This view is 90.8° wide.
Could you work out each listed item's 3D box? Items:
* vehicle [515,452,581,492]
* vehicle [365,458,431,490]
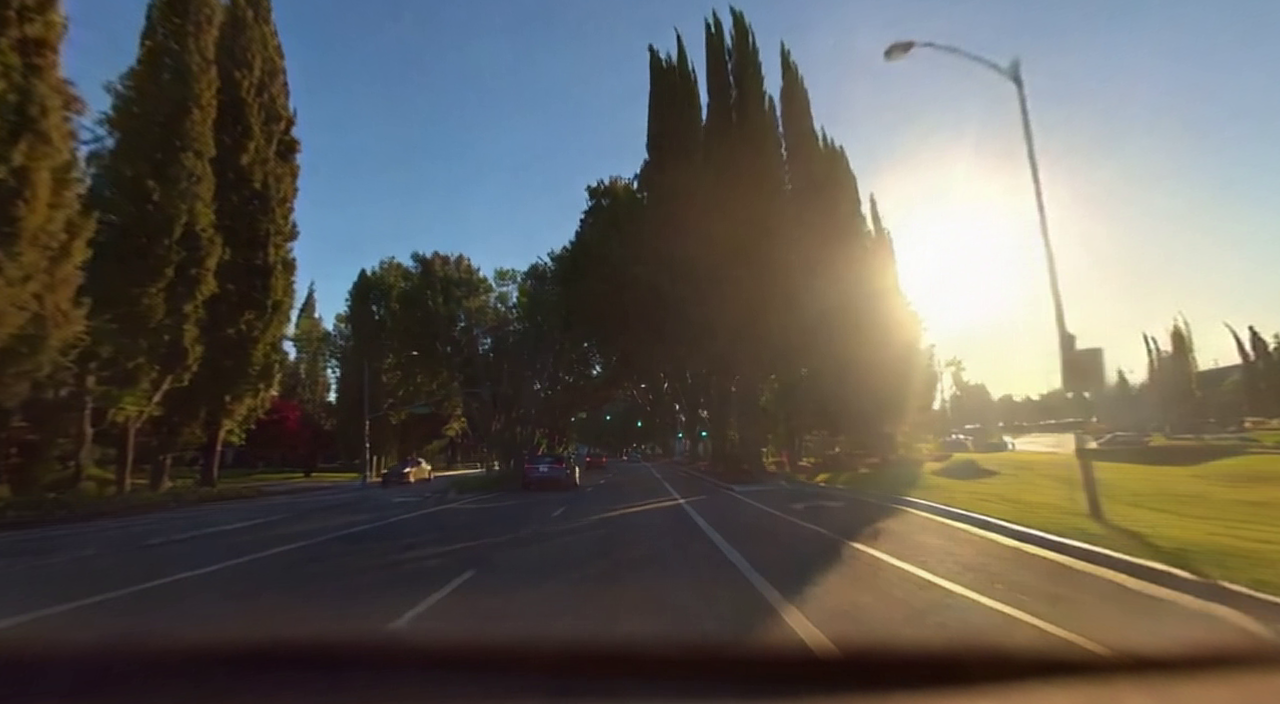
[{"bbox_3d":[-3.577,4.717,25.218,1.932,1.431,4.144,-1,-9,1],"label":"vehicle"},{"bbox_3d":[-14.585,7.354,38.445,2.070,1.782,4.735,-1,-9,1],"label":"vehicle"}]
